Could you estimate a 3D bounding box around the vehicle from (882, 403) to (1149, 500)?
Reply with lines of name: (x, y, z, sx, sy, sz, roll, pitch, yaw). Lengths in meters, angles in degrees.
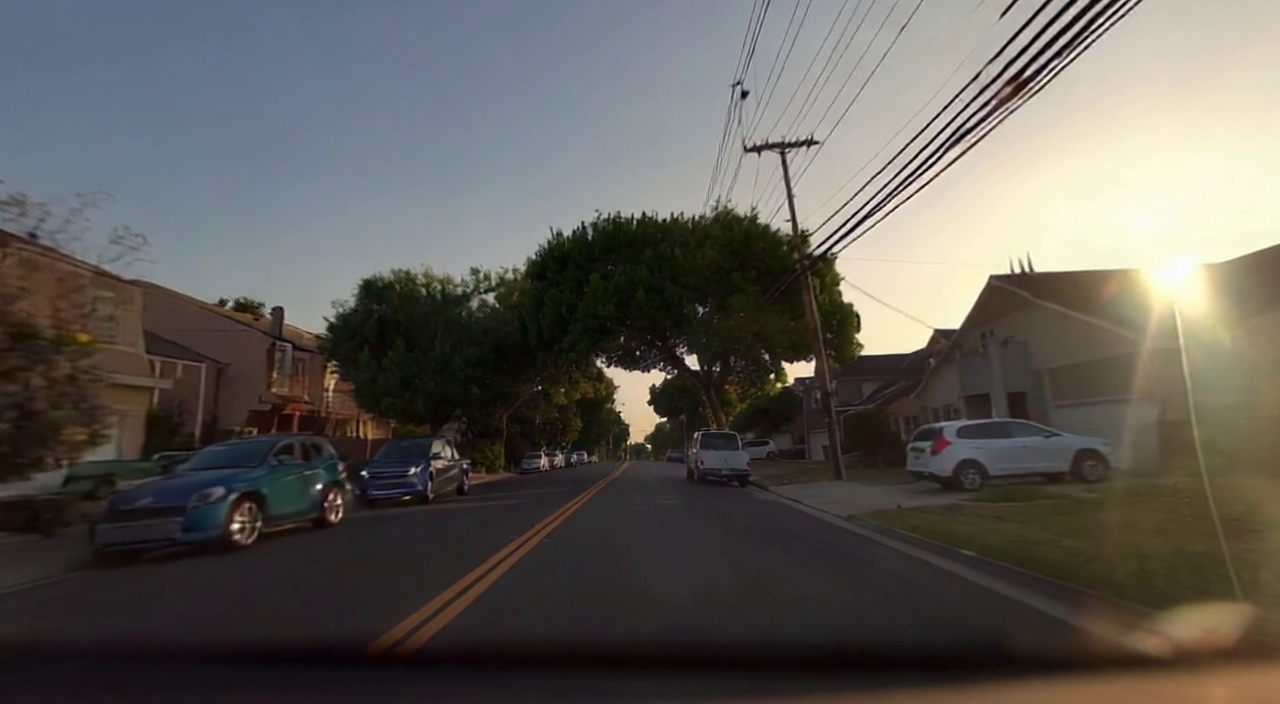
vehicle: (8.094, 2.254, 14.004, 4.489, 1.812, 2.056, -1, -13, -4)

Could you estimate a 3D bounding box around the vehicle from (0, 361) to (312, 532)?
vehicle: (-11.498, 2.336, 16.071, 2.781, 3.221, 7.995, 1, -8, -6)

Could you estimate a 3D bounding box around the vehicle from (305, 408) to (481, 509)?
vehicle: (-6.421, 3.045, 17.514, 2.269, 2.229, 6.042, -3, -12, 2)

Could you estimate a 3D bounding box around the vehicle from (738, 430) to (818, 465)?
vehicle: (8.462, 5.938, 39.016, 4.421, 1.836, 1.956, -3, -12, 0)

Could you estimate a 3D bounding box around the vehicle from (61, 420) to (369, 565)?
vehicle: (-6.532, 2.290, 10.572, 2.046, 1.777, 4.473, -3, -11, 0)

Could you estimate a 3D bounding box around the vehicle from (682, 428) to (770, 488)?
vehicle: (3.021, 3.872, 23.554, 2.203, 1.952, 5.111, 0, -8, -4)
